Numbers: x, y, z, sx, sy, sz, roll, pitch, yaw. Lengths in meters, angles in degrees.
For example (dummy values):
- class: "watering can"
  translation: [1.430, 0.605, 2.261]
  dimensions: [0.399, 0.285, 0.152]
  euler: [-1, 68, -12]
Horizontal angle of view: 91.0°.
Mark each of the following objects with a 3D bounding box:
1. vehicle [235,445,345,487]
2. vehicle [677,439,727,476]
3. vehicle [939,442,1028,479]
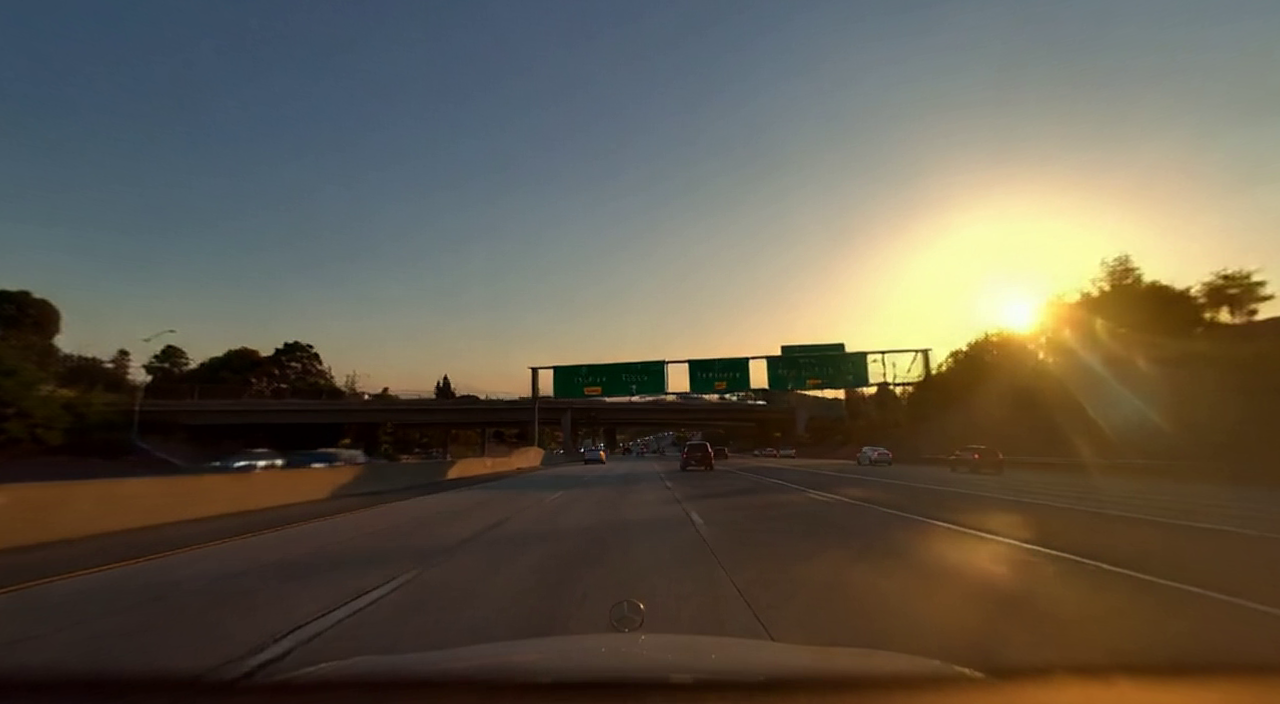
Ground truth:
- class: "vehicle"
  translation: [-14.116, 4.590, 25.744]
  dimensions: [1.865, 1.533, 4.476]
  euler: [0, -8, 0]
- class: "vehicle"
  translation: [3.197, 5.554, 33.290]
  dimensions: [2.147, 1.794, 4.538]
  euler: [1, -8, 0]
- class: "vehicle"
  translation: [17.932, 5.658, 33.185]
  dimensions: [2.116, 1.754, 4.727]
  euler: [0, -9, 2]
